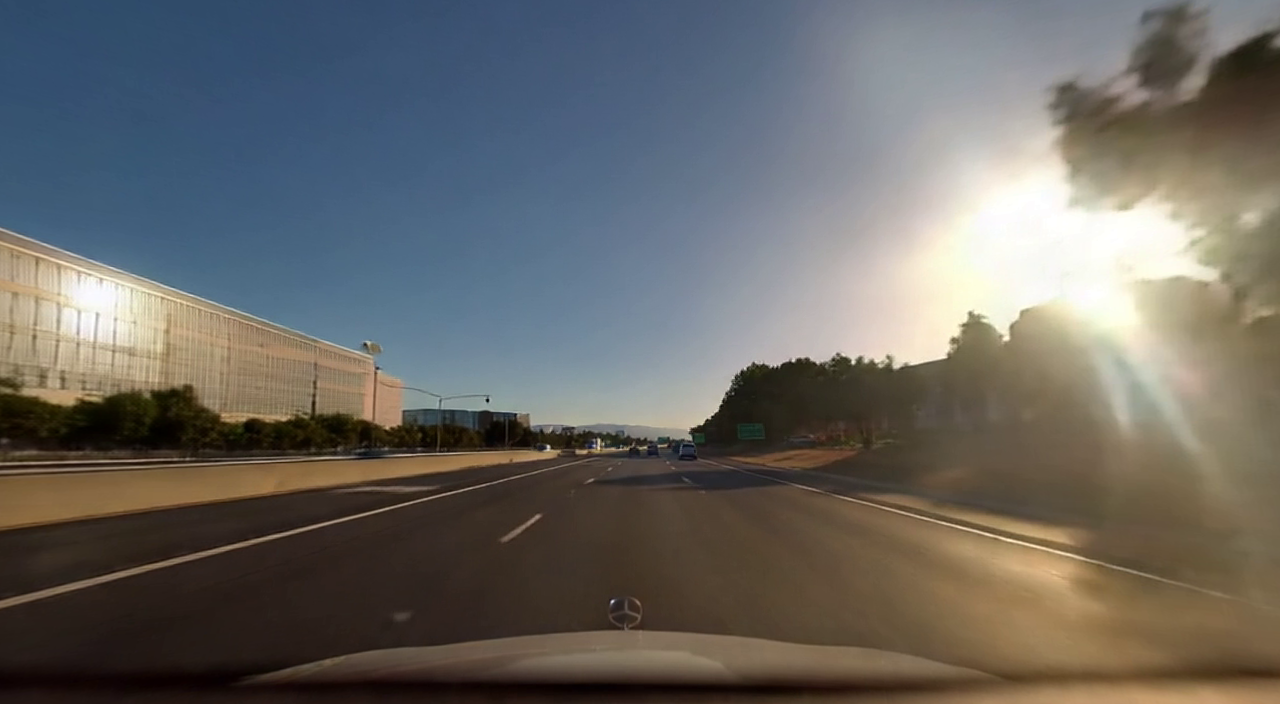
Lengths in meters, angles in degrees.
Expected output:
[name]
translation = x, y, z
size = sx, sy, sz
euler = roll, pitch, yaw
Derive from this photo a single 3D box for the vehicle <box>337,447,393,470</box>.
[vehicle]
translation = -19.316, 7.506, 44.524
size = 1.827, 1.469, 4.489
euler = 0, -8, 1
